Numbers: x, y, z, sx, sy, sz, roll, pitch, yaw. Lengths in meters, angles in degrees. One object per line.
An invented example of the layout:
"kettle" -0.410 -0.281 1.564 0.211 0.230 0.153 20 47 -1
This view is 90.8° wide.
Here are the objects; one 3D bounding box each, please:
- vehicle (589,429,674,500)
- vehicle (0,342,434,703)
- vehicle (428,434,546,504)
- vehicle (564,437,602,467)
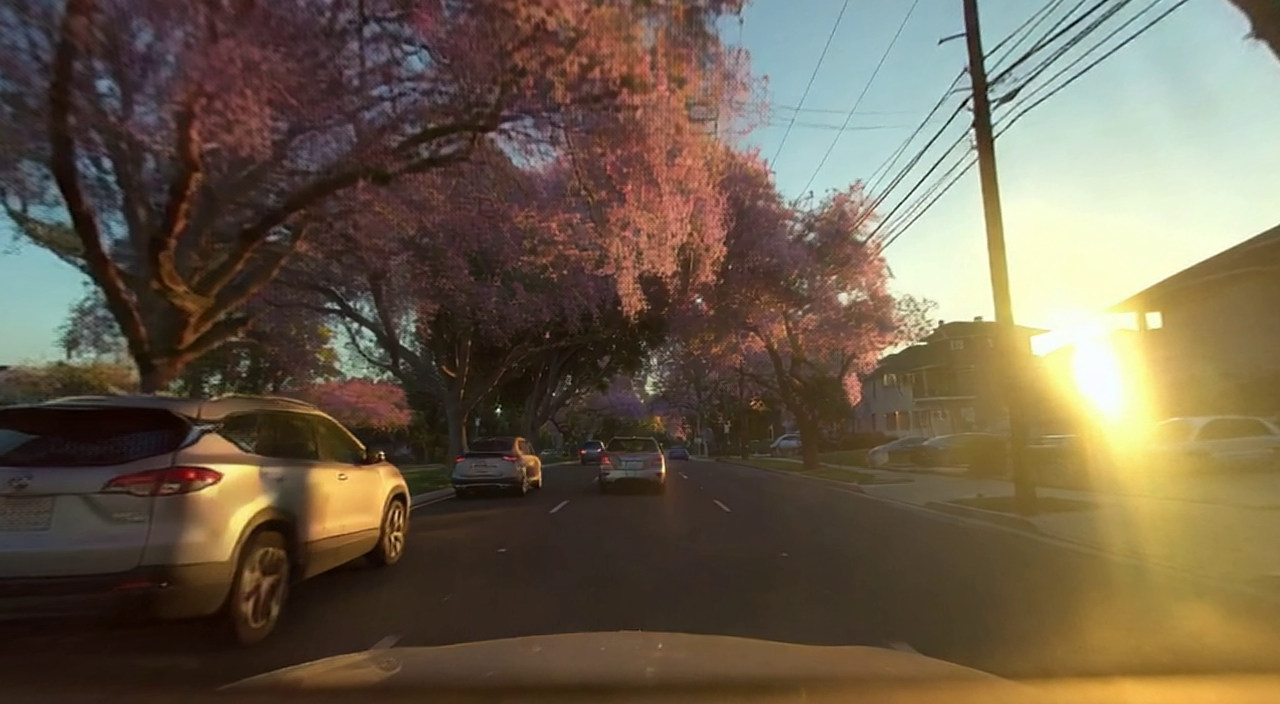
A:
"vehicle" -0.200 2.935 16.820 1.997 1.636 3.760 0 -8 0
"vehicle" -3.700 1.245 5.752 2.161 1.919 4.798 0 -8 -2
"vehicle" -3.766 2.941 16.328 2.066 1.565 3.905 0 -8 0
"vehicle" -3.581 6.422 40.635 2.080 1.780 4.879 0 -8 -1
